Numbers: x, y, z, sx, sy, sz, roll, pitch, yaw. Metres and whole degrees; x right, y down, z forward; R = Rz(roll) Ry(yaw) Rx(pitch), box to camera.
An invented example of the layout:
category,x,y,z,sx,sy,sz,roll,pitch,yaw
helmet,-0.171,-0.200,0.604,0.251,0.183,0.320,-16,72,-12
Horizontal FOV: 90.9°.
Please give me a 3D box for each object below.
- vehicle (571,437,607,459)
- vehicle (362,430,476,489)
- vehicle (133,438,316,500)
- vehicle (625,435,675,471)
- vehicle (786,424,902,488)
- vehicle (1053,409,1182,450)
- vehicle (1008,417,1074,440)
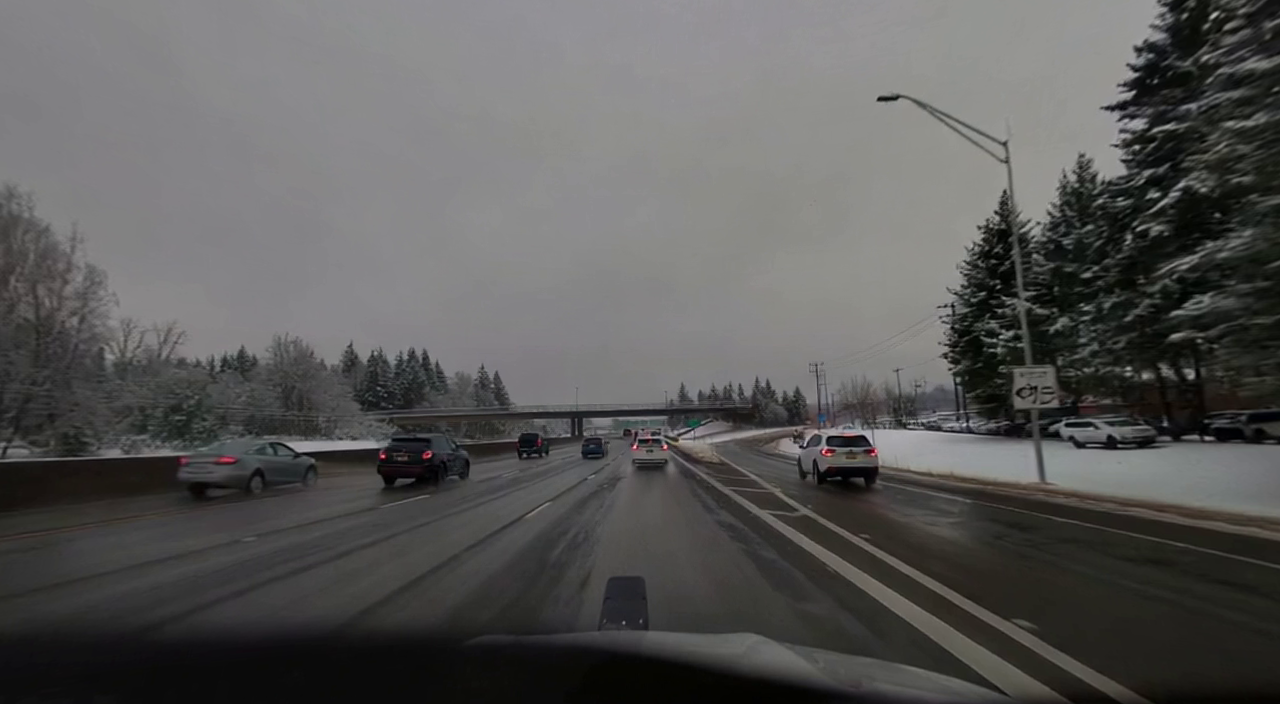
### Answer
category,x,y,z,sx,sy,sz,roll,pitch,yaw
vehicle,-3.376,6.498,42.739,2.056,1.405,4.273,0,-9,1
vehicle,-6.967,3.436,20.458,2.067,1.682,4.388,0,-9,1
vehicle,-11.283,3.180,17.640,1.858,1.491,4.734,0,-9,1
vehicle,0.425,4.582,28.785,2.145,1.493,4.146,0,-9,0
vehicle,5.900,3.078,18.894,2.095,1.674,4.530,0,-9,2
vehicle,18.821,3.141,25.176,1.849,1.496,4.424,0,-9,3
vehicle,27.337,5.287,43.176,1.835,1.438,4.615,-1,-9,5
